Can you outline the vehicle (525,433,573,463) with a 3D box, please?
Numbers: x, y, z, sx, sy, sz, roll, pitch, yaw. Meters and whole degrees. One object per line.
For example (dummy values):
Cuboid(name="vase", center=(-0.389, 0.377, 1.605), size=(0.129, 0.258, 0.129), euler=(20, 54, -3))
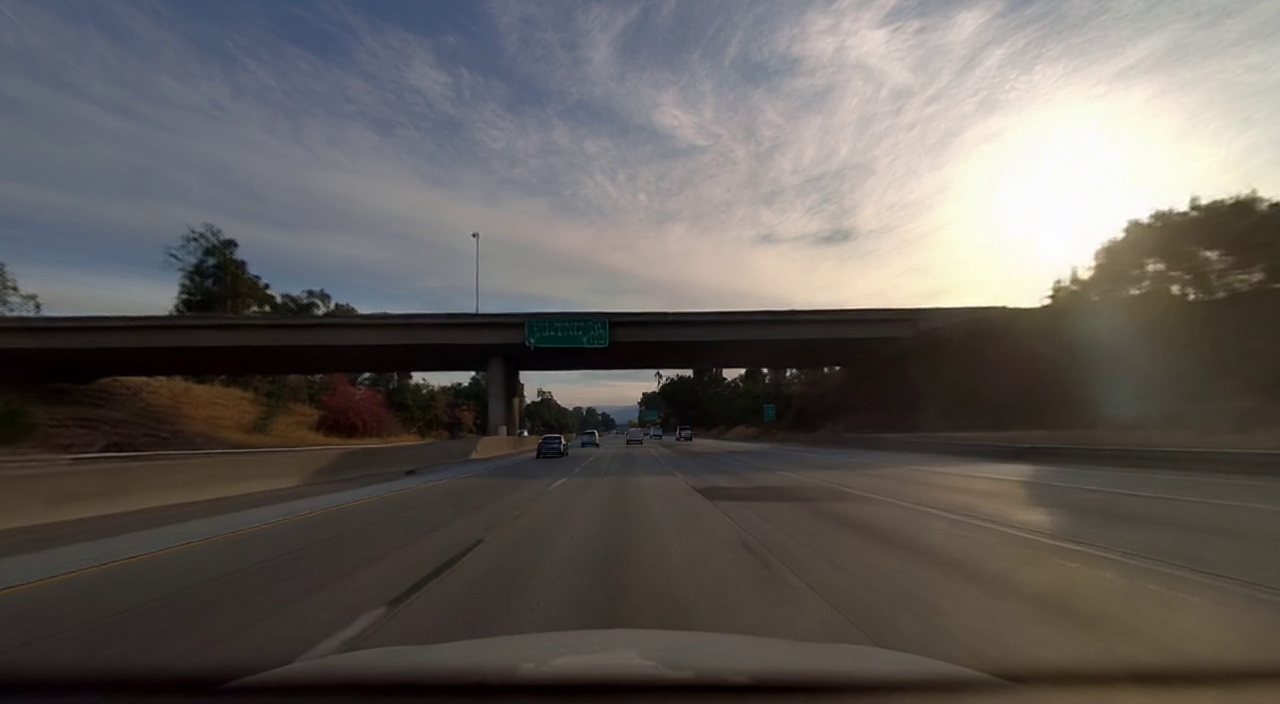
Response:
Cuboid(name="vehicle", center=(-4.717, 5.018, 33.125), size=(1.933, 1.473, 4.023), euler=(0, -8, 0))
